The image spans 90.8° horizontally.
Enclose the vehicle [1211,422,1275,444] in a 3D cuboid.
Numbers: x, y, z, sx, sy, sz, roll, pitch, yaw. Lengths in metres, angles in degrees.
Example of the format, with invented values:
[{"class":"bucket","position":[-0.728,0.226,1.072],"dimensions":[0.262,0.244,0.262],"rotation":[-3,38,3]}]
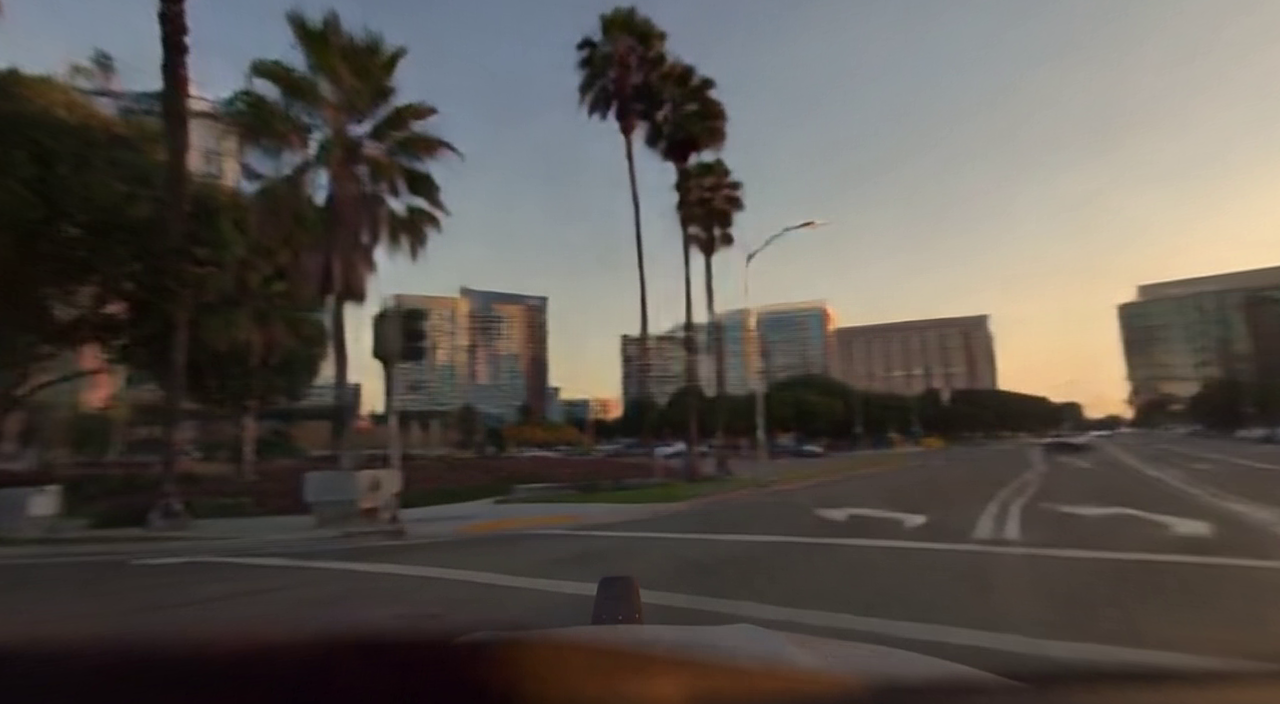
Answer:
[{"class":"vehicle","position":[43.976,5.958,46.158],"dimensions":[1.779,1.445,4.309],"rotation":[-3,-9,21]}]
